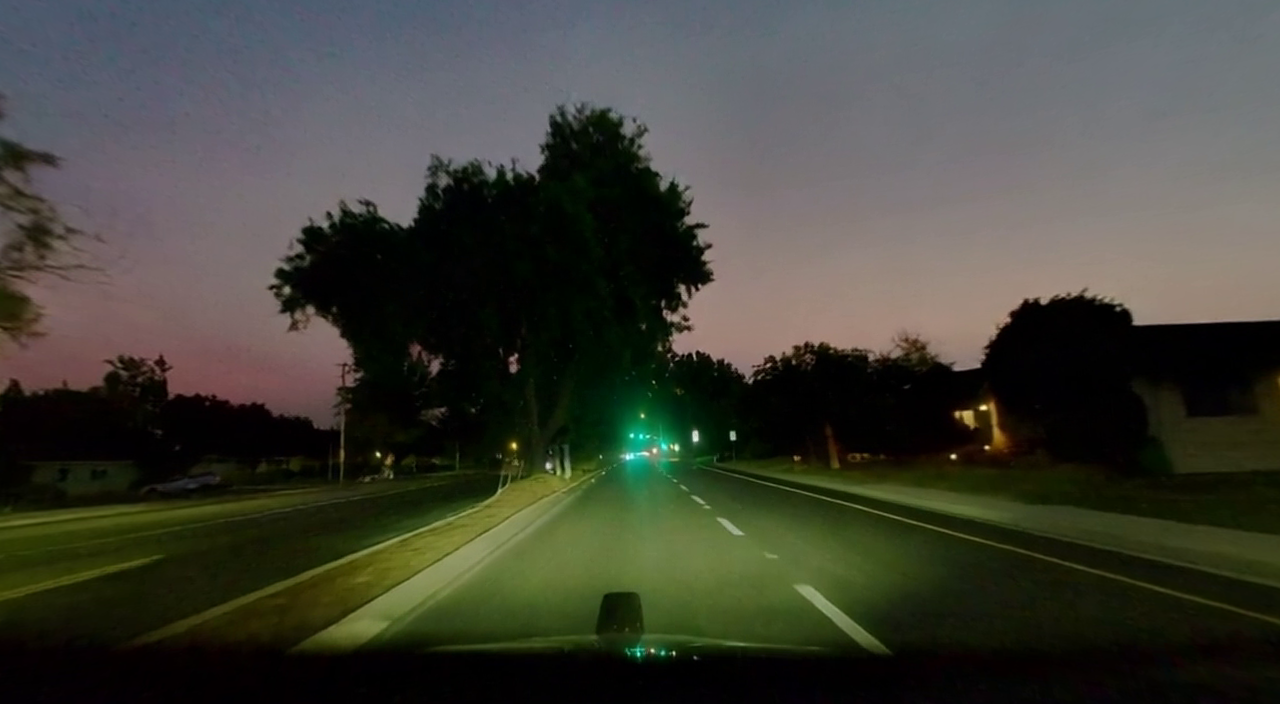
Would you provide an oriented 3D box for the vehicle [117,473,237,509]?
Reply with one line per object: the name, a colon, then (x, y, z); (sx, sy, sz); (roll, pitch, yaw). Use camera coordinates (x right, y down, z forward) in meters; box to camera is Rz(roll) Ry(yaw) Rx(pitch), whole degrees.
vehicle: (-26.304, 7.911, 36.027); (5.040, 1.748, 2.186); (-1, -9, -1)
